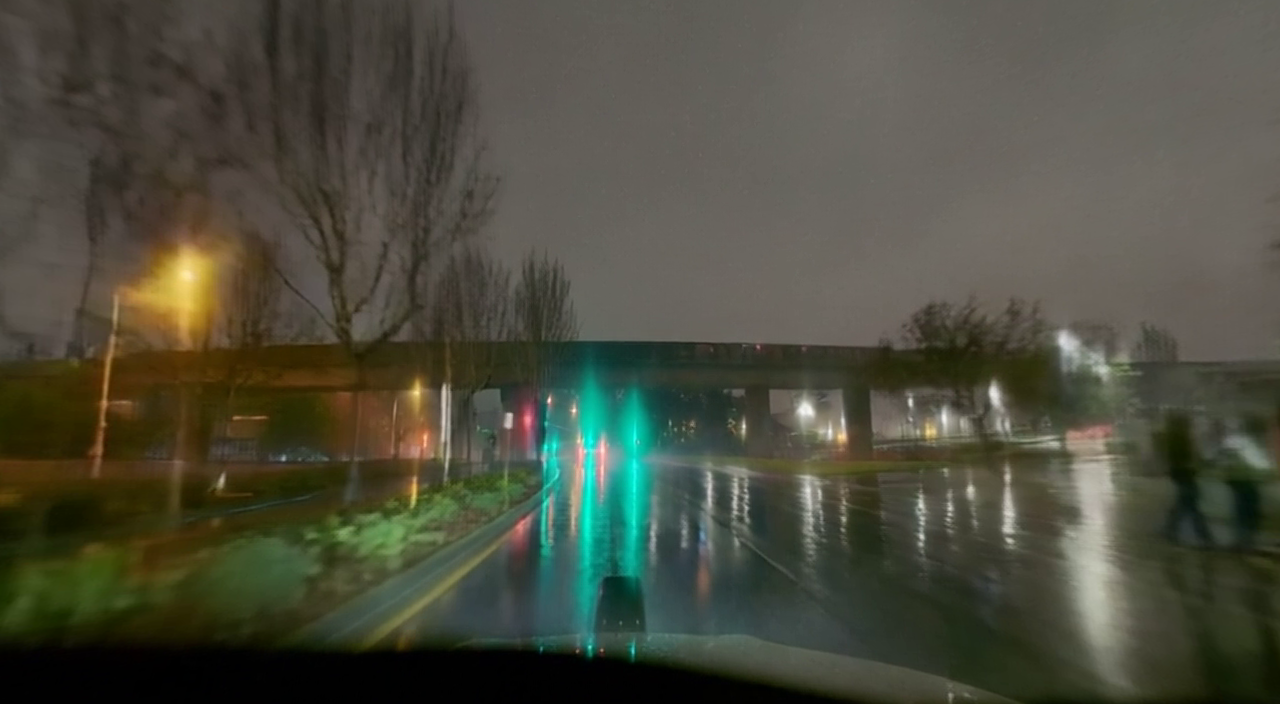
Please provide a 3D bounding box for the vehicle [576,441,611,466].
[{"bbox_3d":[-3.371,7.269,45.324,2.184,1.713,4.231,1,-9,-9],"label":"vehicle"}]
